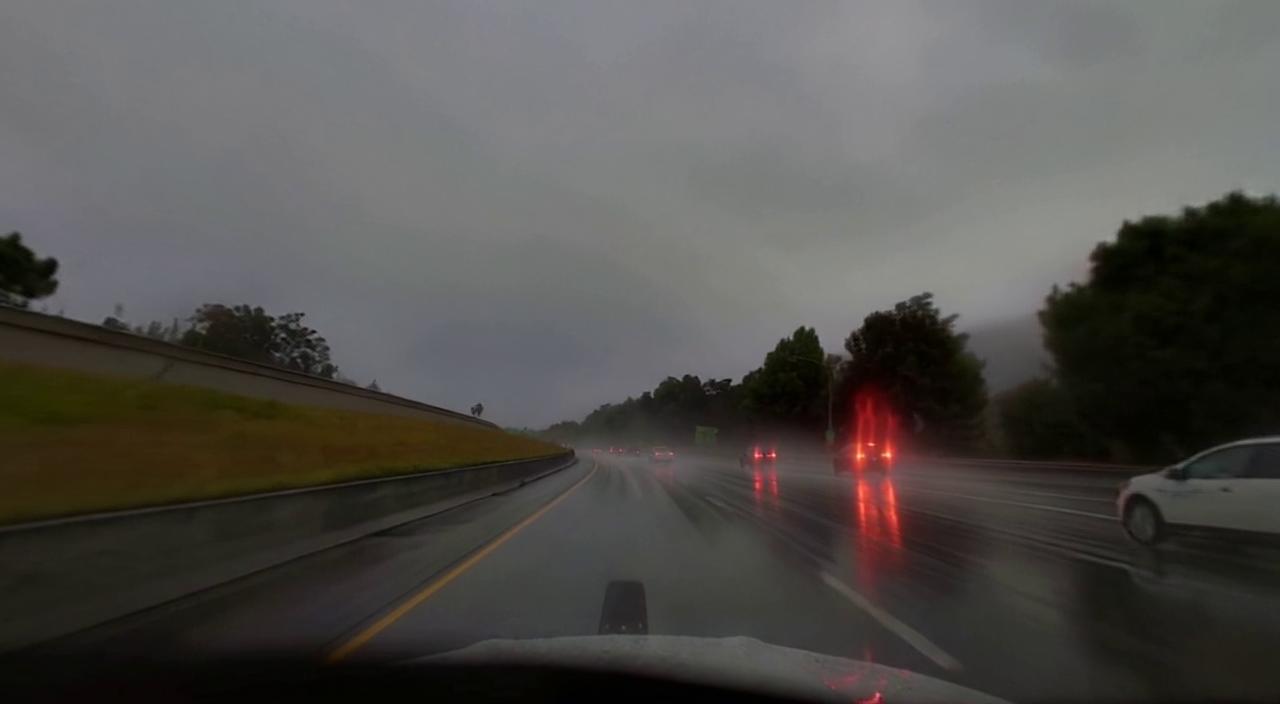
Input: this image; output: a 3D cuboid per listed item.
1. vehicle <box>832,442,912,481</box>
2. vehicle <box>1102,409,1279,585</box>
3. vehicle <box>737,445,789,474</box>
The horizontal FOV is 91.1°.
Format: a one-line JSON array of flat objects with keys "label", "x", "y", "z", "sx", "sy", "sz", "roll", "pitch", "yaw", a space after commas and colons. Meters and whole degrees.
[{"label": "vehicle", "x": 10.618, "y": 5.010, "z": 29.039, "sx": 1.986, "sy": 1.644, "sz": 4.126, "roll": 0, "pitch": -8, "yaw": -2}, {"label": "vehicle", "x": 7.286, "y": 1.408, "z": 6.054, "sx": 2.048, "sy": 1.697, "sz": 4.689, "roll": 0, "pitch": -8, "yaw": 0}, {"label": "vehicle", "x": 6.725, "y": 5.917, "z": 34.729, "sx": 1.940, "sy": 1.482, "sz": 3.644, "roll": 1, "pitch": -8, "yaw": -3}]
